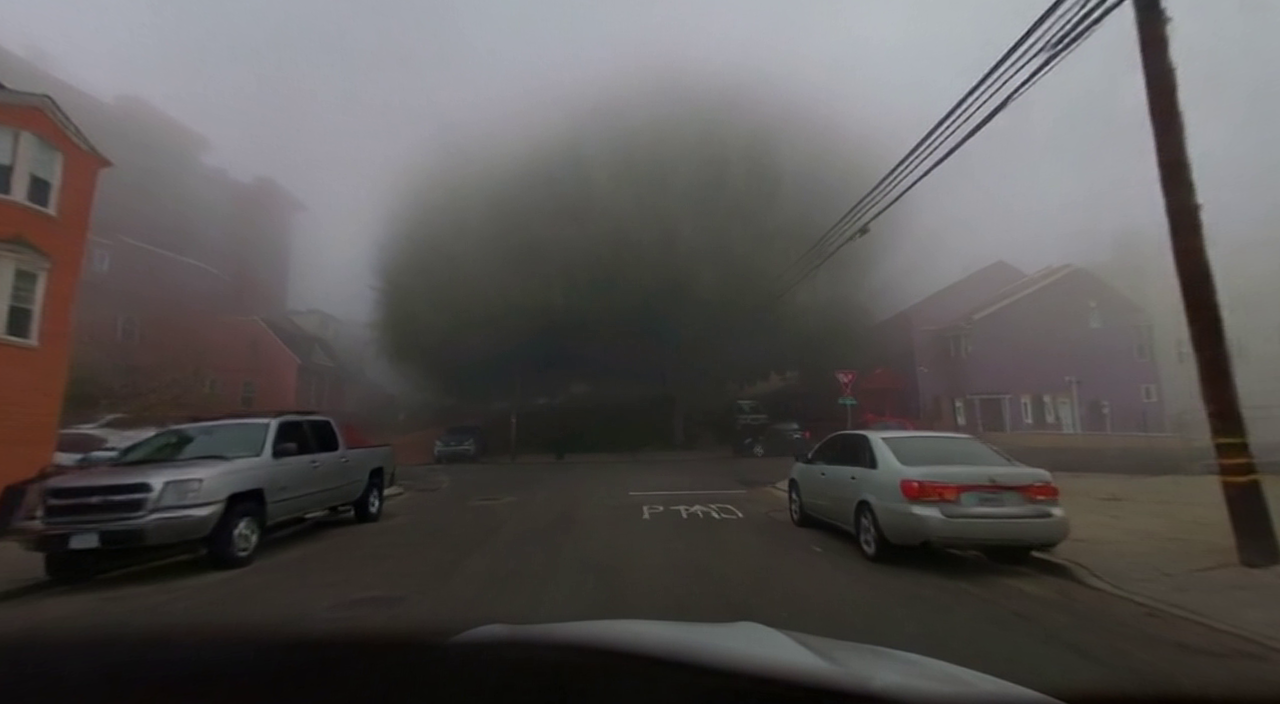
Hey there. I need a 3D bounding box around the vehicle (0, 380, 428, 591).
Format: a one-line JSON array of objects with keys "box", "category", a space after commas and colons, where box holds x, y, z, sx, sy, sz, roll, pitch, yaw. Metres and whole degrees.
[{"box": [-5.479, 1.787, 9.477, 2.480, 2.084, 6.353, 0, -9, -1], "category": "vehicle"}]

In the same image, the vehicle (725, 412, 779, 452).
[{"box": [5.767, 4.185, 33.027, 2.081, 1.891, 4.367, 0, -7, 1], "category": "vehicle"}]

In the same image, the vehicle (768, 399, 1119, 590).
[{"box": [3.429, 1.726, 8.547, 2.109, 1.811, 4.886, 0, -9, -3], "category": "vehicle"}]

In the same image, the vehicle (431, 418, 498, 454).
[{"box": [-9.123, 4.480, 33.191, 2.091, 1.760, 4.760, 0, -9, 1], "category": "vehicle"}]
